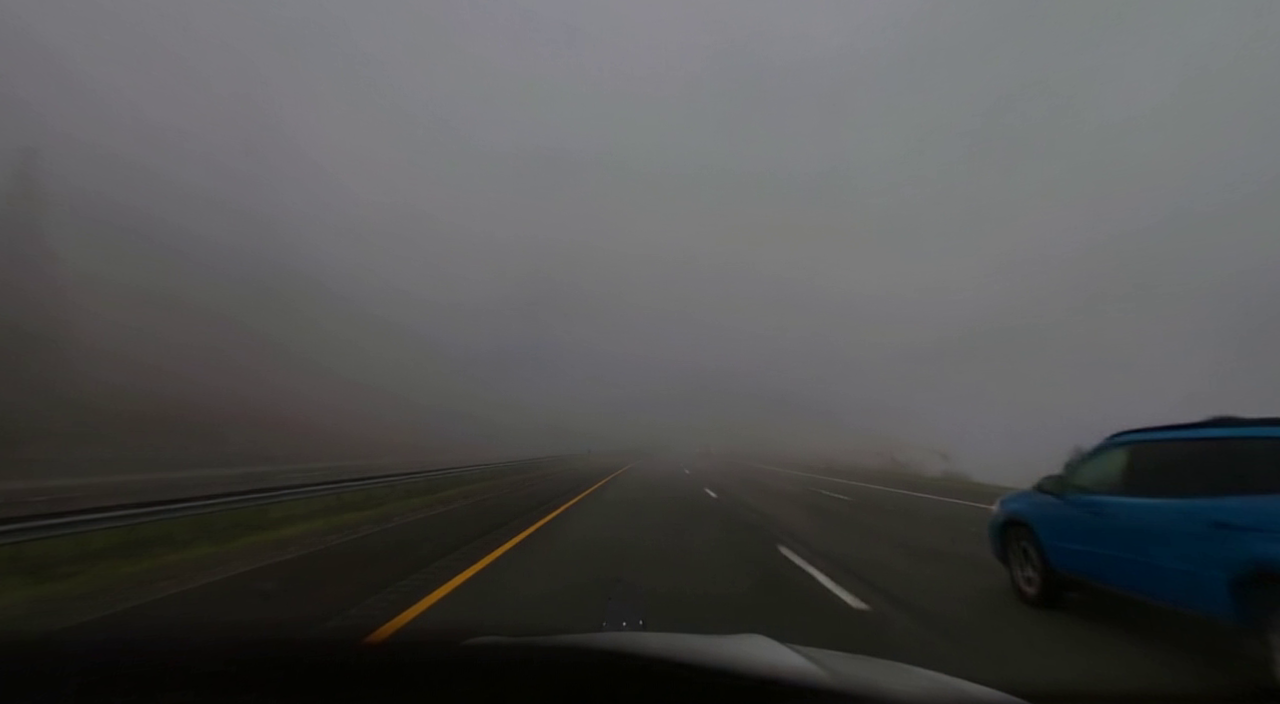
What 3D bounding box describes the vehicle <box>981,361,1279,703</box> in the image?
[{"bbox_3d":[4.152,0.980,3.448,2.143,1.730,4.303,0,-9,0],"label":"vehicle"}]
